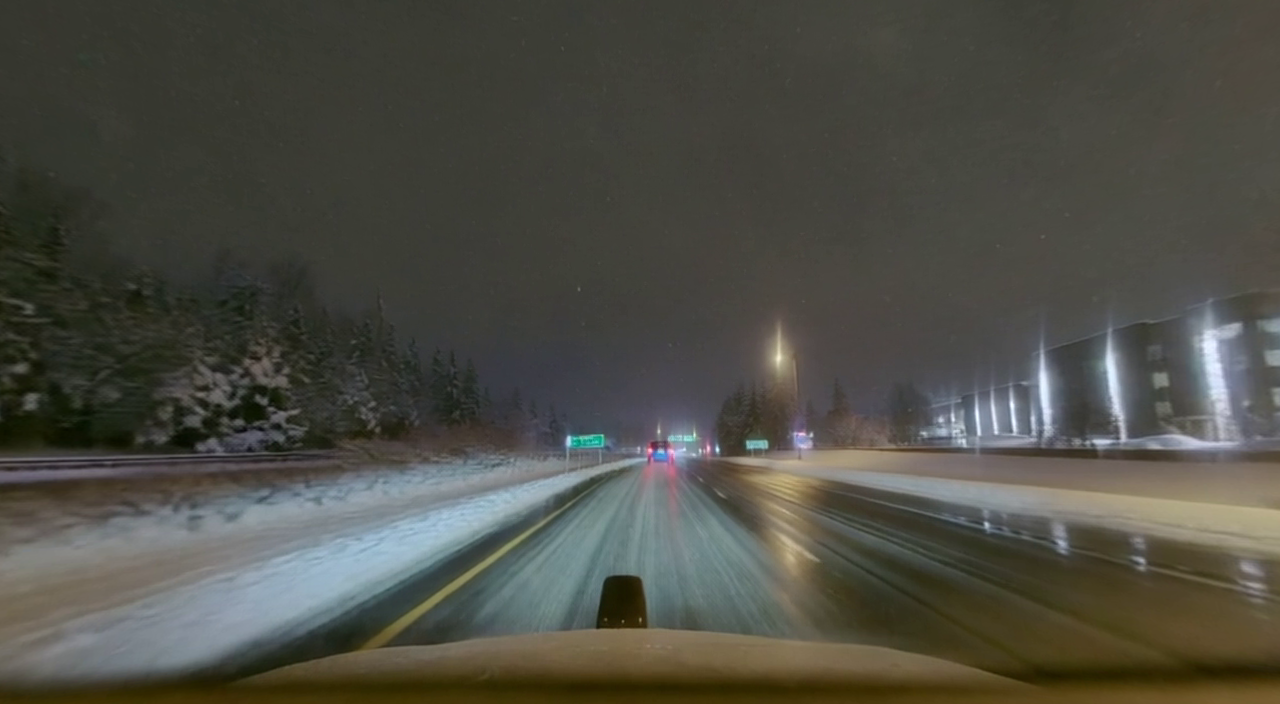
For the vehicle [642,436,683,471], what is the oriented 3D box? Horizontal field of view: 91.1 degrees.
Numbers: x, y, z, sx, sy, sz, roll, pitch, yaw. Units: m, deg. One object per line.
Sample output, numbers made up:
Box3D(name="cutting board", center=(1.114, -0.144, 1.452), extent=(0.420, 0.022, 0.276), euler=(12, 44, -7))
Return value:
Box3D(name="vehicle", center=(1.556, 6.758, 42.085), extent=(2.546, 2.126, 5.153), euler=(-1, -8, 3))
